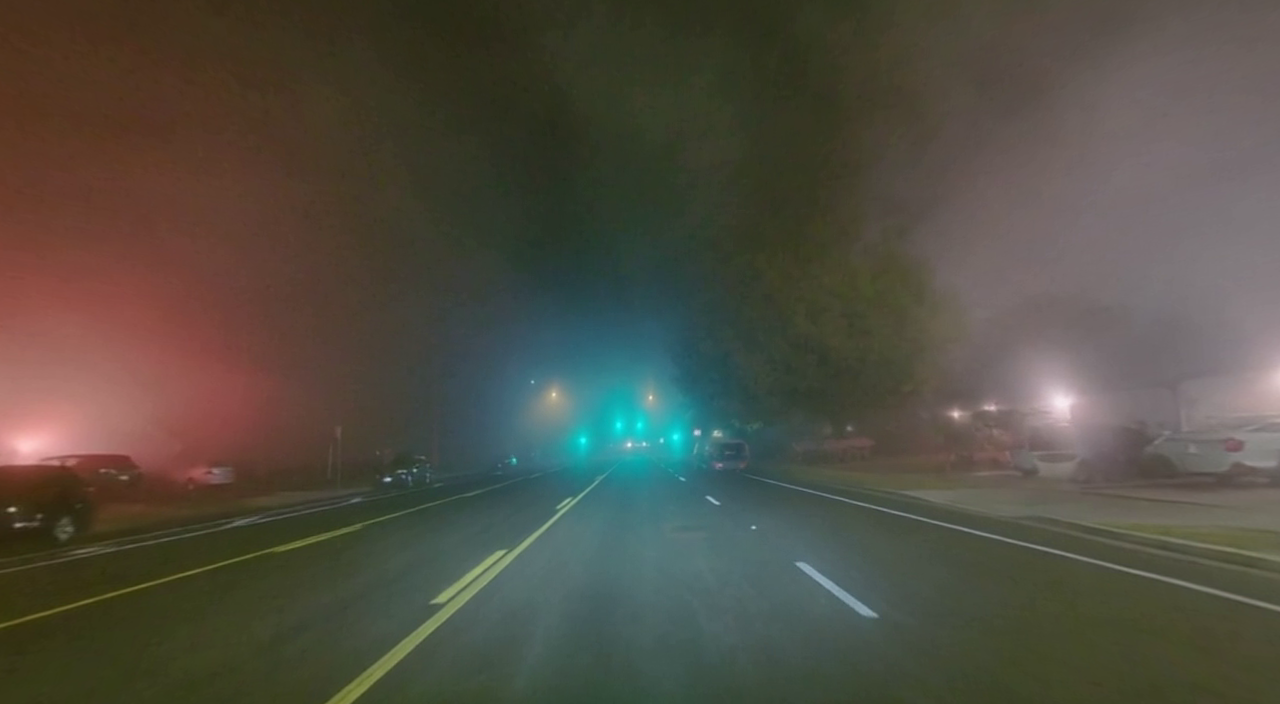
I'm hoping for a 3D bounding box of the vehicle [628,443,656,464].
[{"bbox_3d":[0.104,7.757,48.510,1.989,1.500,4.141,0,-8,-1],"label":"vehicle"}]

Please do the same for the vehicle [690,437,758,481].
[{"bbox_3d":[3.164,4.103,24.541,1.983,1.557,4.078,0,-8,-1],"label":"vehicle"}]

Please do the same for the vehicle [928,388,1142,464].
[{"bbox_3d":[13.003,2.494,21.127,5.472,2.340,2.418,0,-8,-2],"label":"vehicle"}]

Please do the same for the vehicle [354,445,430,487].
[{"bbox_3d":[-11.769,5.413,30.340,1.954,1.828,4.466,0,-8,-2],"label":"vehicle"}]

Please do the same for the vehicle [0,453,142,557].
[{"bbox_3d":[-11.750,2.711,11.322,1.822,1.699,4.791,0,-8,-2],"label":"vehicle"}]

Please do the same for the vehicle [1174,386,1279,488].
[{"bbox_3d":[12.560,1.536,11.457,3.964,1.690,1.863,0,-8,0],"label":"vehicle"}]

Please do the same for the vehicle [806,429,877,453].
[{"bbox_3d":[13.624,6.039,42.940,4.162,1.544,1.812,0,-8,-4],"label":"vehicle"}]

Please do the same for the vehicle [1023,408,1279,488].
[{"bbox_3d":[11.618,2.106,13.970,4.861,1.444,2.119,-2,-9,-1],"label":"vehicle"}]
